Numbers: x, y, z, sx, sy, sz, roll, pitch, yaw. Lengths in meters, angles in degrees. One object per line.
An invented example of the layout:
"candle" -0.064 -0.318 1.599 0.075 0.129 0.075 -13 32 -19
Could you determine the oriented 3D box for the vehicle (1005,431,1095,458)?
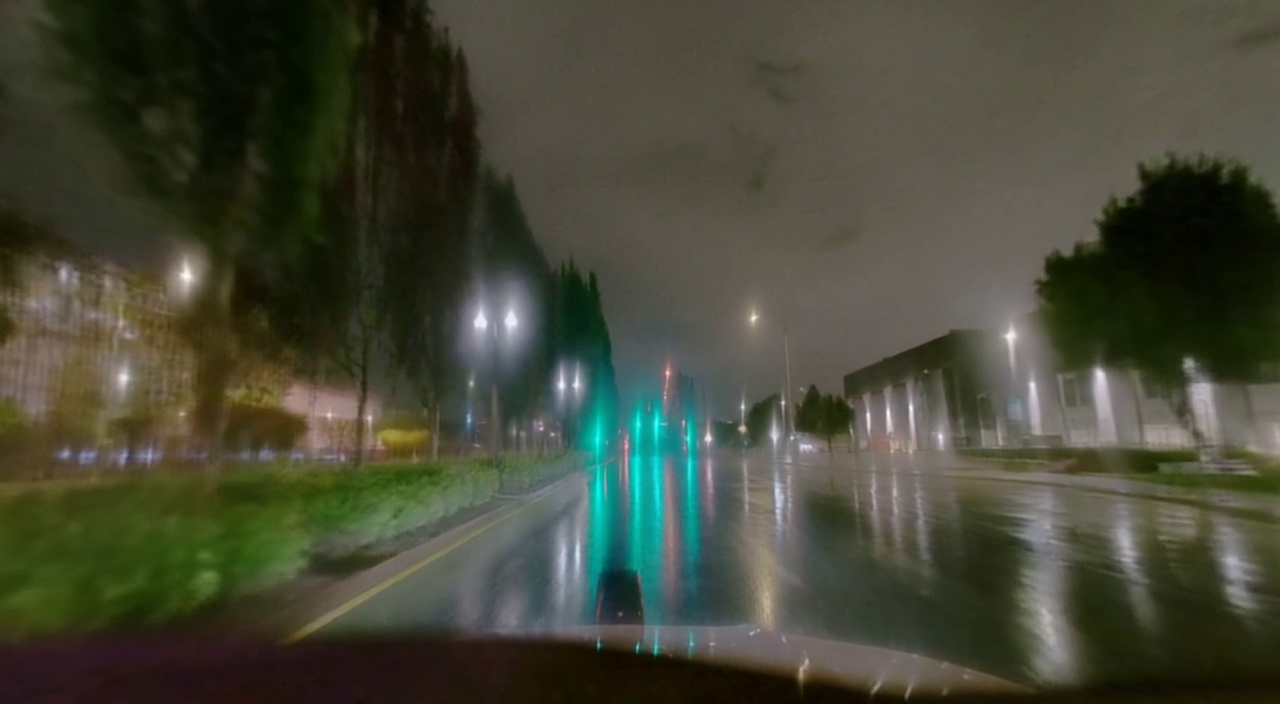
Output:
"vehicle" 29.202 6.616 45.143 4.924 1.901 2.095 0 -9 0
